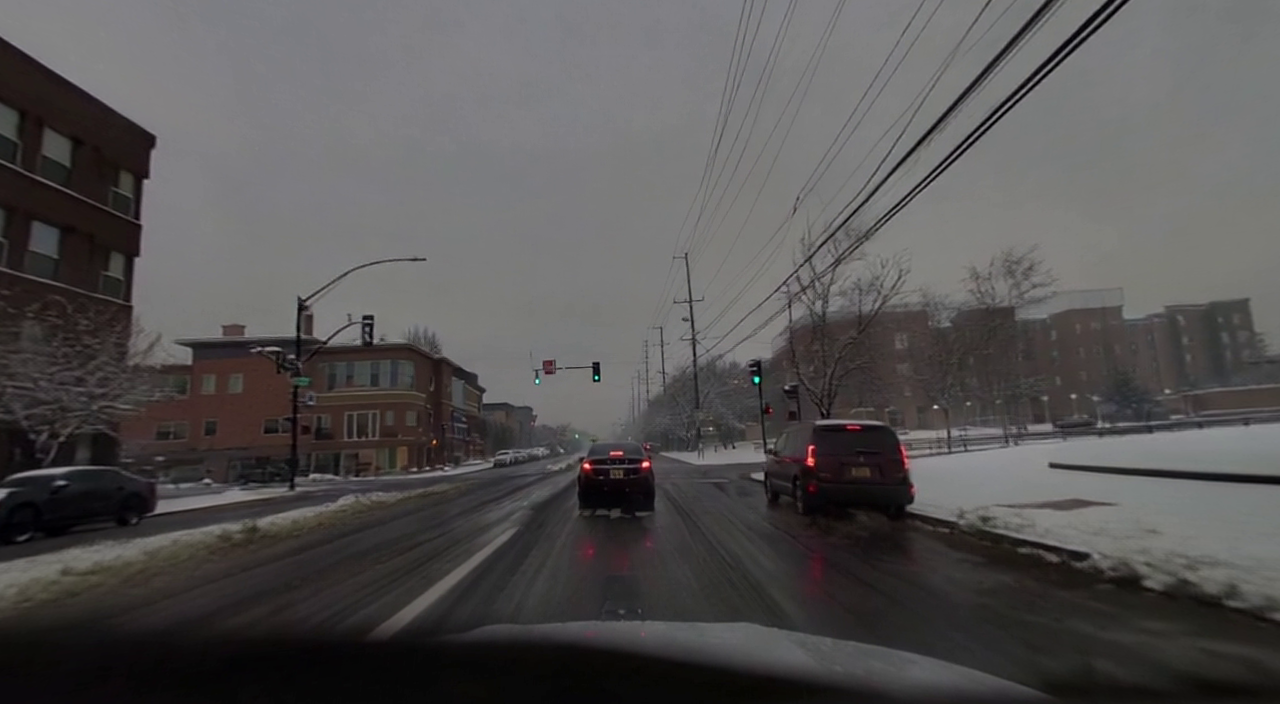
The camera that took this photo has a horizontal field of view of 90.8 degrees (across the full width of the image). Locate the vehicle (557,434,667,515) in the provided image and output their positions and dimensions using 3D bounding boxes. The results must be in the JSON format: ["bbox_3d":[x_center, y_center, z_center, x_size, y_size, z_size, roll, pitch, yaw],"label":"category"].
[{"bbox_3d":[-0.518,2.557,13.691,2.019,1.453,4.129,0,-8,0],"label":"vehicle"}]

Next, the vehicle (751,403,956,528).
[{"bbox_3d":[3.817,2.161,12.544,2.248,1.945,5.011,0,-8,-1],"label":"vehicle"}]

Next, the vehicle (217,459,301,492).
[{"bbox_3d":[-25.301,8.228,42.015,4.337,1.739,1.981,-5,-11,0],"label":"vehicle"}]

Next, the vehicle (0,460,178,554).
[{"bbox_3d":[-11.915,3.019,12.561,1.910,1.498,4.662,-3,-8,1],"label":"vehicle"}]
